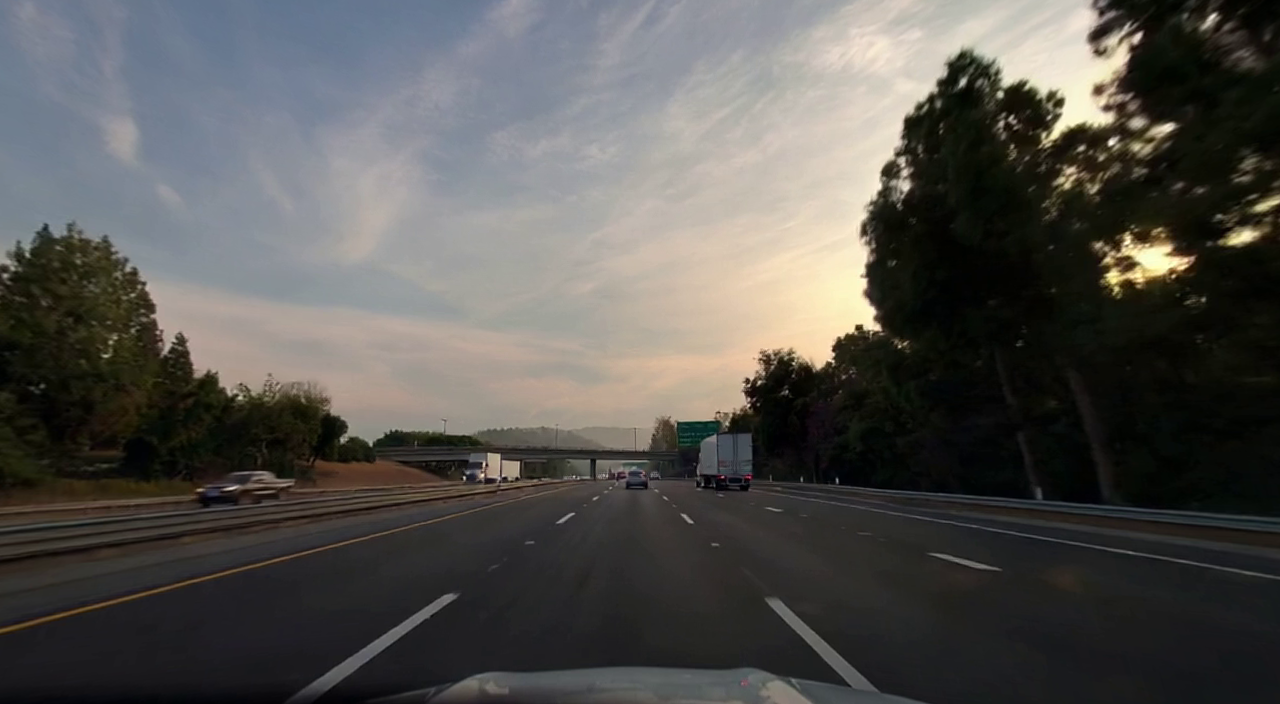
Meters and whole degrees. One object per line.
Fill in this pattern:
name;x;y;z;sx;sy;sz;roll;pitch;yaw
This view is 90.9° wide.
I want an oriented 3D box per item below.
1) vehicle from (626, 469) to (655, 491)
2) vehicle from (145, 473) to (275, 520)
vehicle;0.026;9.300;45.847;2.029;1.459;3.684;1;-10;0
vehicle;-14.968;5.021;22.230;1.832;1.439;3.822;1;-11;0
